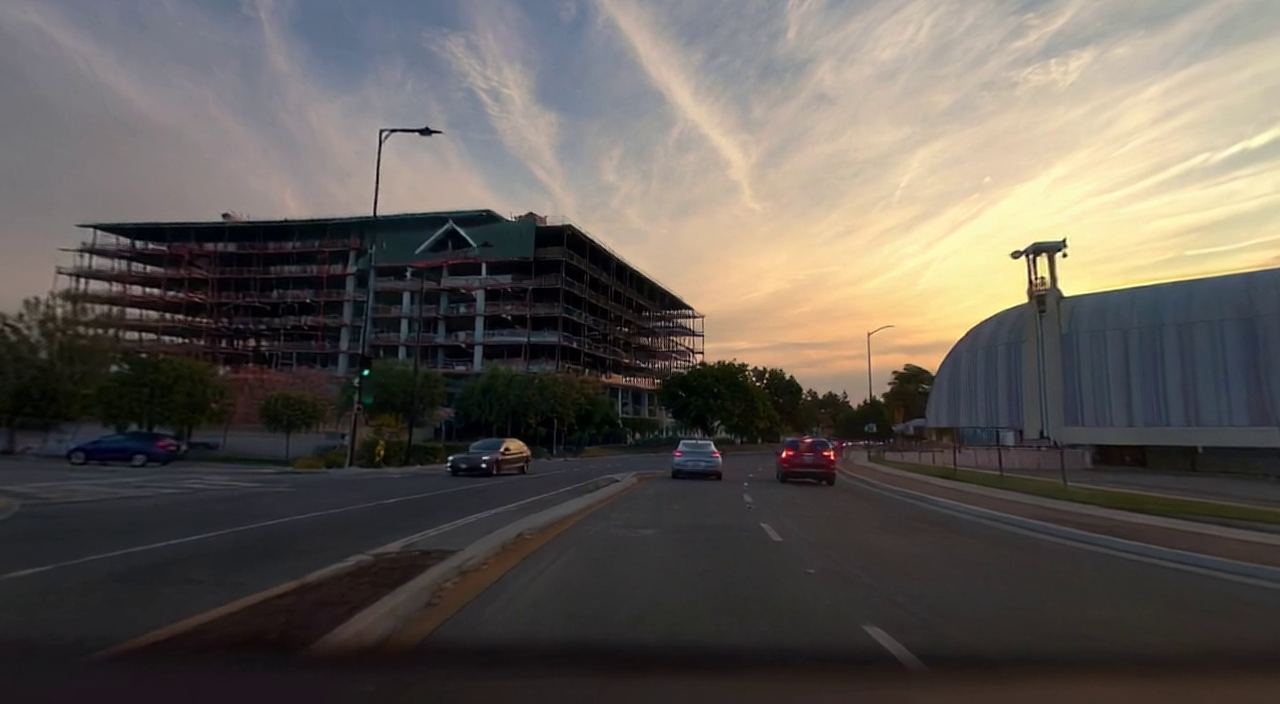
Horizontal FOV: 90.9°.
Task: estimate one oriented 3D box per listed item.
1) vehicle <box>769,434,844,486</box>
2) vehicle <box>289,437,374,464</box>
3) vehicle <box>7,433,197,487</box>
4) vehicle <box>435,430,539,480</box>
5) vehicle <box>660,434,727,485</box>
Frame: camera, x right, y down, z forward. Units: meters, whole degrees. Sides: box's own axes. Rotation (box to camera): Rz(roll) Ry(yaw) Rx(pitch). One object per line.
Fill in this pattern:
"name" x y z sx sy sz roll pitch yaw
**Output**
"vehicle" 6.322 4.153 24.527 2.320 1.772 4.872 -2 -9 9
"vehicle" -20.635 6.623 42.251 4.648 1.697 1.979 -1 -9 2
"vehicle" -16.405 3.292 19.333 4.351 1.490 2.012 -2 -9 11
"vehicle" -5.946 4.080 25.191 2.254 1.789 4.736 -2 -9 10
"vehicle" 2.017 3.840 22.731 2.132 1.632 3.889 -2 -9 8
